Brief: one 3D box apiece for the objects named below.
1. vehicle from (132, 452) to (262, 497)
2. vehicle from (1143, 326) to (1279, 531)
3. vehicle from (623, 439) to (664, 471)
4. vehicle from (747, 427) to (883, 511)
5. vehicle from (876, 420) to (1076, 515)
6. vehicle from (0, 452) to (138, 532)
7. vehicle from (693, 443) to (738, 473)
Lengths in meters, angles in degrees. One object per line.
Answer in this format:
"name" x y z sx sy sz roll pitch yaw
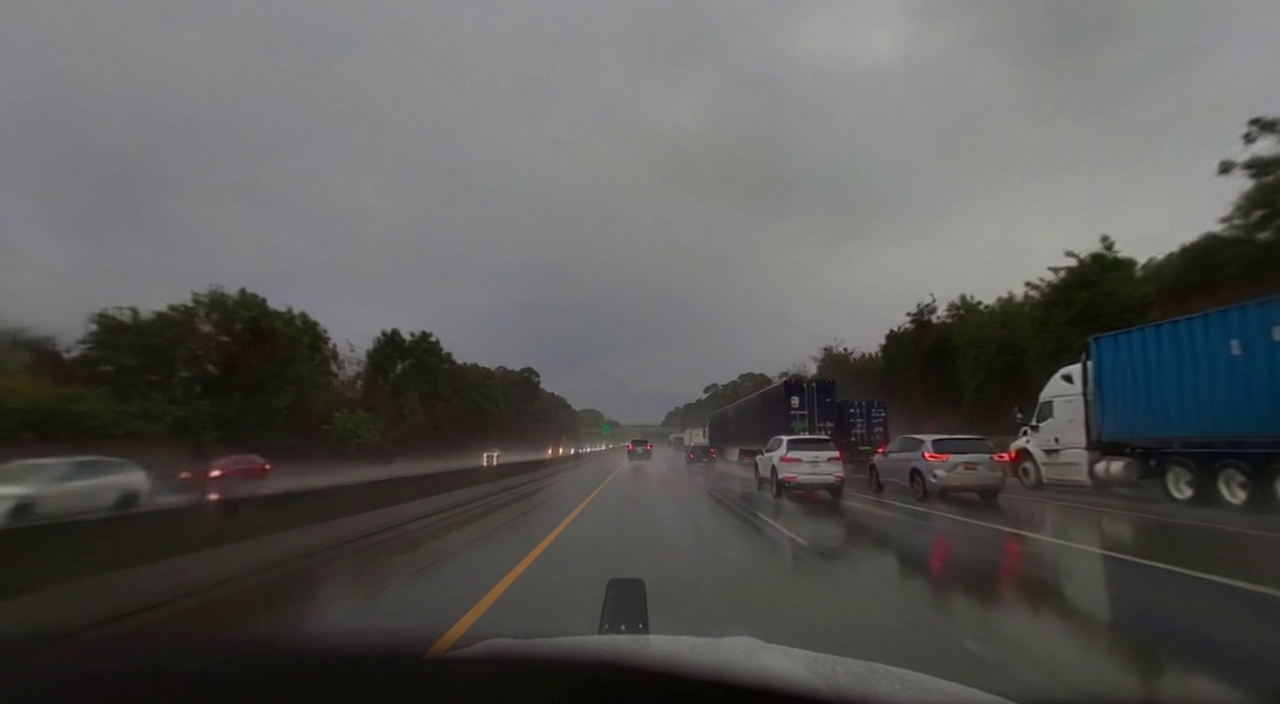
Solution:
"vehicle" -17.147 4.733 24.594 1.925 1.527 4.257 0 -8 1
"vehicle" 11.605 0.859 7.590 2.786 3.226 9.750 0 -8 -1
"vehicle" 0.240 6.083 37.322 2.313 1.736 4.215 0 -8 1
"vehicle" 3.959 2.705 15.012 1.972 1.693 4.139 0 -8 -1
"vehicle" 7.464 2.597 14.674 1.985 1.835 4.681 0 -8 -1
"vehicle" -13.289 2.854 12.935 1.920 1.481 4.706 0 -8 1
"vehicle" 4.032 5.726 34.256 1.888 1.501 4.608 0 -8 0
